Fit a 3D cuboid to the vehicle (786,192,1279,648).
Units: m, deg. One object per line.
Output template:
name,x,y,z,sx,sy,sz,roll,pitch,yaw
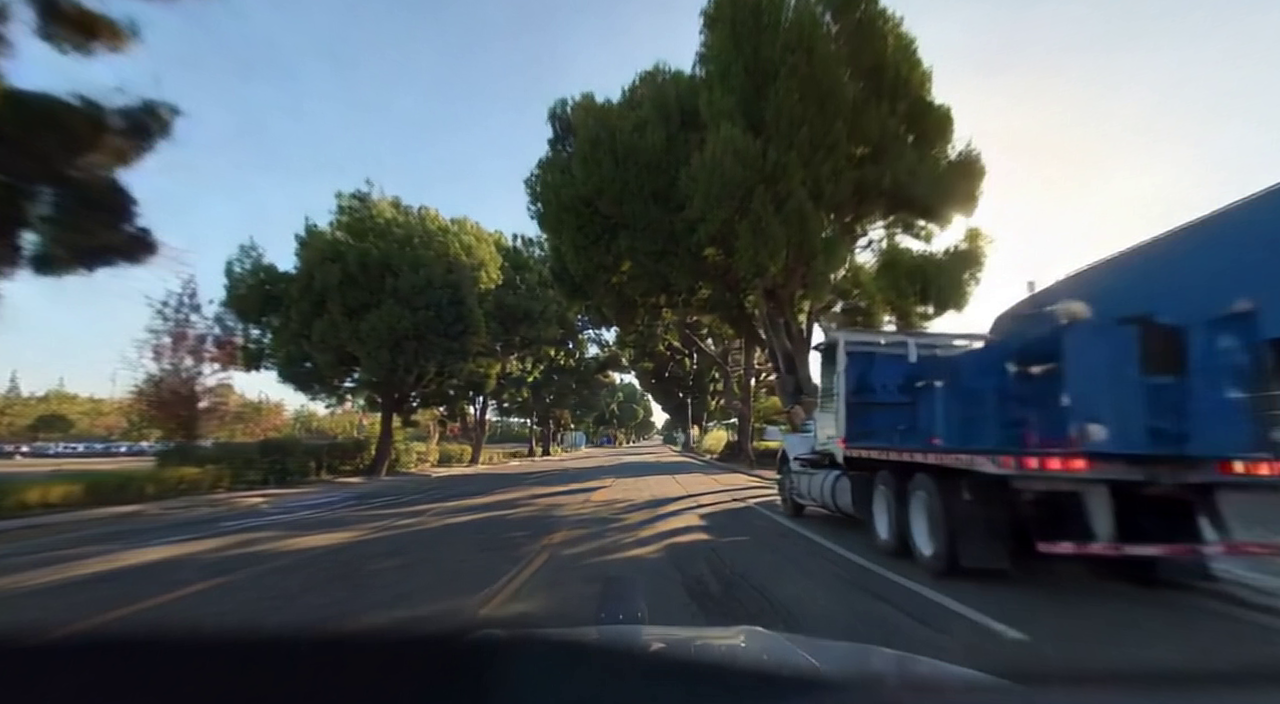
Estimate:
vehicle,4.099,0.856,7.718,3.019,3.303,6.252,0,-8,-1
